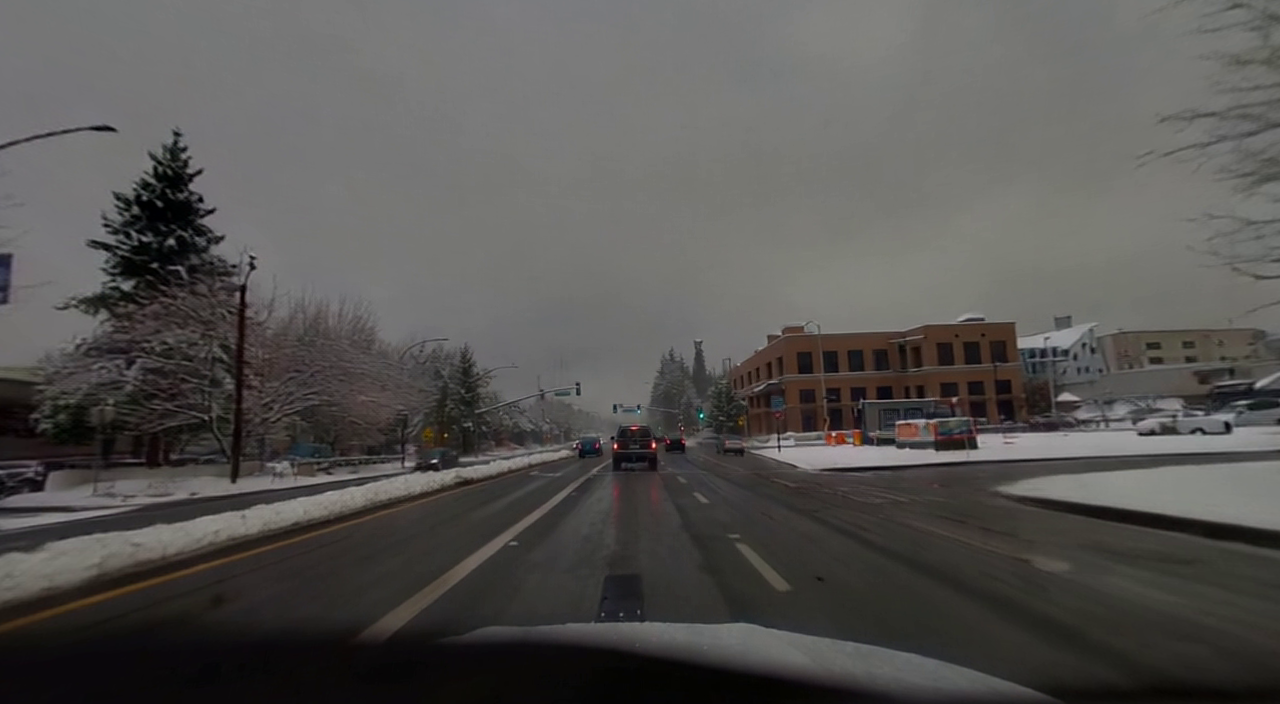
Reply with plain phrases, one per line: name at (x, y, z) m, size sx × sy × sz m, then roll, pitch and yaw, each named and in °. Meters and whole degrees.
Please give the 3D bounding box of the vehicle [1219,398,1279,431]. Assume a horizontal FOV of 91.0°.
vehicle at (35.609, 3.679, 36.471) m, size 1.999 × 1.667 × 4.518 m, roll -5°, pitch -10°, yaw 31°

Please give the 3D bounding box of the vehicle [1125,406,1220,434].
vehicle at (31.025, 4.054, 36.868) m, size 1.810 × 1.448 × 4.550 m, roll -1°, pitch -9°, yaw 4°

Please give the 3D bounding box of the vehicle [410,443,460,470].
vehicle at (-13.013, 6.647, 40.159) m, size 1.887 × 1.536 × 4.088 m, roll -2°, pitch -8°, yaw -1°

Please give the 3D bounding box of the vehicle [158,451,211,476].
vehicle at (-33.220, 8.082, 45.843) m, size 4.692 × 1.720 × 1.941 m, roll -7°, pitch -11°, yaw 40°

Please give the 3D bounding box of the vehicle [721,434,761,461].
vehicle at (5.921, 5.647, 37.324) m, size 2.145 × 1.503 × 4.267 m, roll -1°, pitch -9°, yaw 7°

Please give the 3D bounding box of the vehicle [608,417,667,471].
vehicle at (-0.139, 4.096, 28.035) m, size 2.350 × 2.122 × 5.801 m, roll 0°, pitch -9°, yaw -1°

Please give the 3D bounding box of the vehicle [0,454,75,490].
vehicle at (-28.010, 5.269, 27.706) m, size 1.842 × 1.477 × 4.393 m, roll -8°, pitch -12°, yaw 42°

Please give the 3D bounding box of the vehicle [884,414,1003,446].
vehicle at (15.004, 3.925, 31.212) m, size 4.986 × 1.467 × 2.025 m, roll -6°, pitch -10°, yaw 34°
